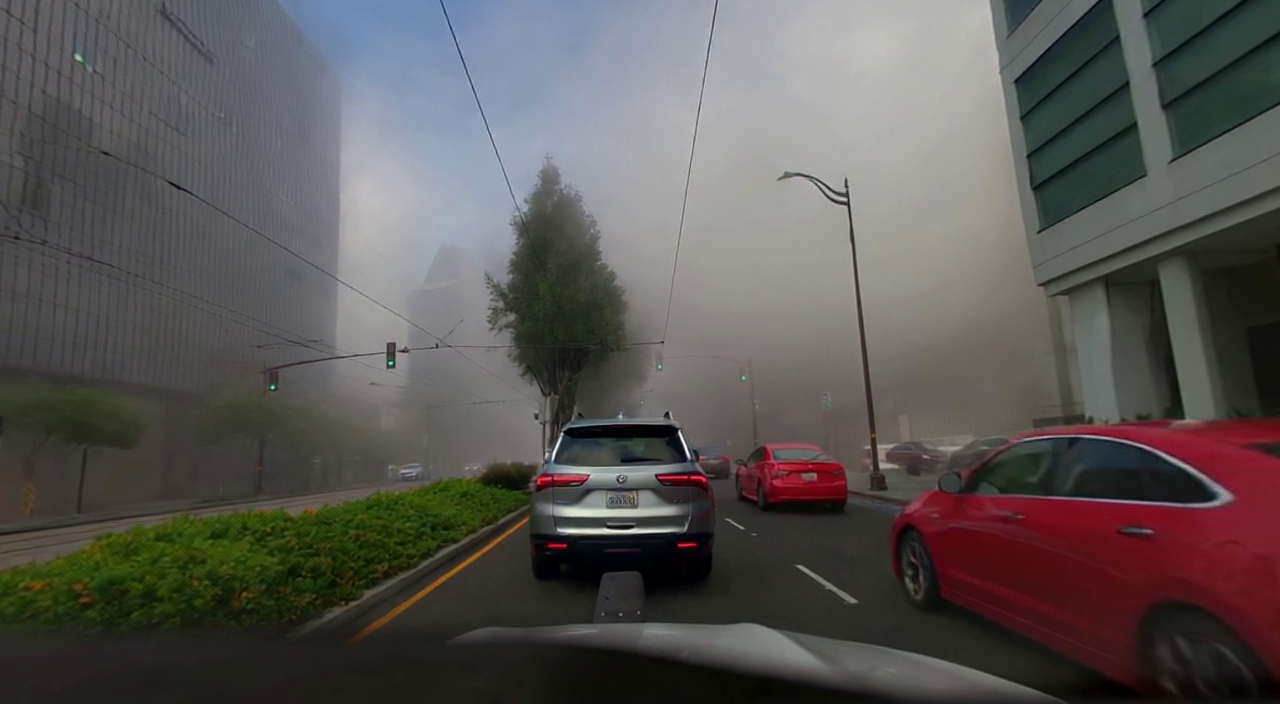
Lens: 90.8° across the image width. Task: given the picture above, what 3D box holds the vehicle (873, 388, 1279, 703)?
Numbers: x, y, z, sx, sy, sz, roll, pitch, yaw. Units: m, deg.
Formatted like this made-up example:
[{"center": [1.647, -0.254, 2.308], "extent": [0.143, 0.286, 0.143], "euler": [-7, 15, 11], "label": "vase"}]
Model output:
[{"center": [3.137, 1.064, 3.452], "extent": [1.993, 1.480, 4.324], "euler": [0, -8, -1], "label": "vehicle"}]

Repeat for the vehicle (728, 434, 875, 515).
[{"center": [3.506, 2.751, 14.667], "extent": [2.128, 1.582, 4.188], "euler": [0, -8, -2], "label": "vehicle"}]

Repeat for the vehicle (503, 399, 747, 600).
[{"center": [-0.198, 1.629, 7.863], "extent": [2.178, 1.779, 4.255], "euler": [0, -8, -2], "label": "vehicle"}]

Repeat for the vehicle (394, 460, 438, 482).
[{"center": [-16.212, 8.585, 45.896], "extent": [1.798, 1.409, 4.239], "euler": [0, -8, -2], "label": "vehicle"}]
